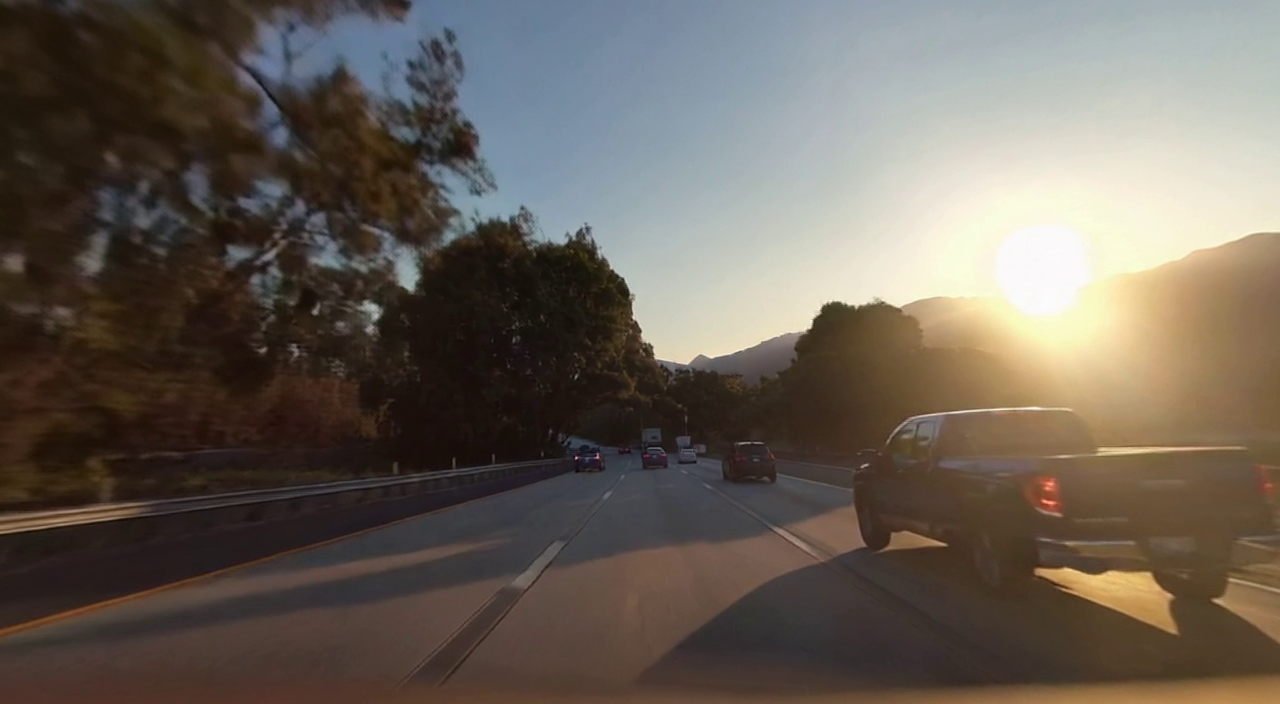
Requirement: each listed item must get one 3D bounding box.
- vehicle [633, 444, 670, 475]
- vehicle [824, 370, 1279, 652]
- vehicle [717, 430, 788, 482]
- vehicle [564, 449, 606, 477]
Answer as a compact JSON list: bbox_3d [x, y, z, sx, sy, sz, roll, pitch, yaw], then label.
[{"bbox_3d":[0.583,6.017,35.393,1.959,1.604,4.065,0,-9,-1],"label":"vehicle"},{"bbox_3d":[3.933,1.440,6.896,2.229,1.837,5.387,-1,-9,0],"label":"vehicle"},{"bbox_3d":[4.610,4.346,26.530,2.057,1.958,4.495,0,-9,-1],"label":"vehicle"},{"bbox_3d":[-3.224,6.570,37.764,2.109,1.530,4.646,-1,-9,0],"label":"vehicle"}]
